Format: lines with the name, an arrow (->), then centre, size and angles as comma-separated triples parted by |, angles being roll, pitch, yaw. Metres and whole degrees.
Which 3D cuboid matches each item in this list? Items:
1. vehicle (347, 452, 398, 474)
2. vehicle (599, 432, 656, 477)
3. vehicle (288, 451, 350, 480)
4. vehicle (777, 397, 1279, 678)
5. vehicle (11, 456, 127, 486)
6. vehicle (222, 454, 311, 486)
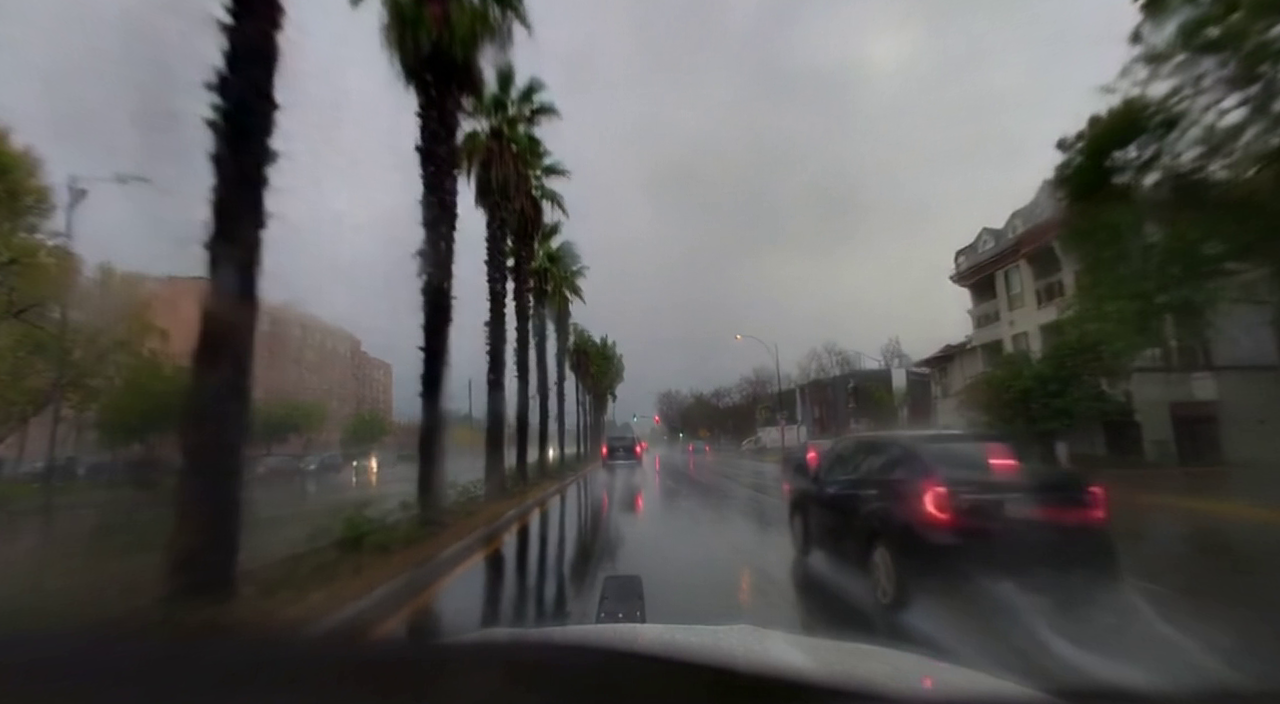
vehicle -> -19.640, 8.167, 46.424 | 1.847, 1.466, 4.530 | 0, -8, 0
vehicle -> -0.549, 4.412, 27.325 | 2.277, 1.816, 4.192 | 0, -8, -1
vehicle -> -19.783, 6.972, 38.958 | 1.753, 1.600, 4.040 | 0, -8, -2
vehicle -> 2.979, 1.400, 6.008 | 2.195, 1.590, 4.668 | 0, -8, -1
vehicle -> -30.222, 6.308, 33.402 | 4.400, 1.474, 1.732 | 0, -9, -1
vehicle -> -19.547, 6.169, 33.161 | 1.920, 1.505, 4.351 | 0, -8, 1
